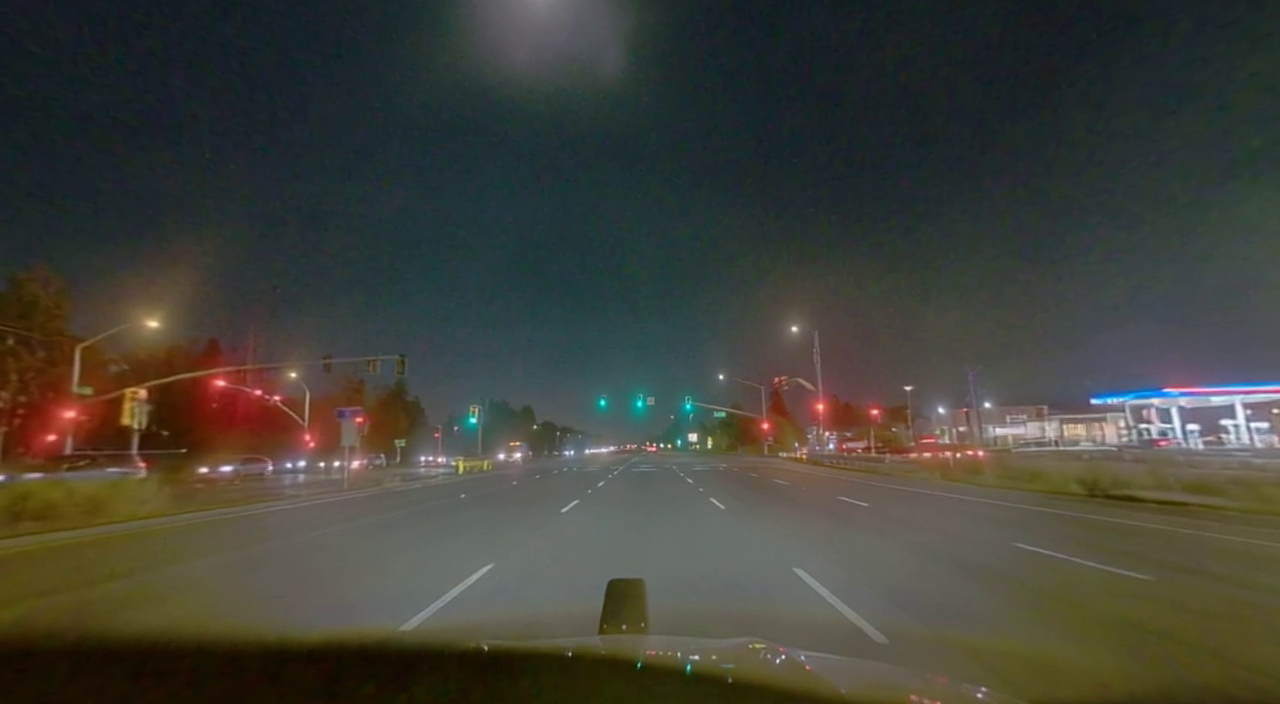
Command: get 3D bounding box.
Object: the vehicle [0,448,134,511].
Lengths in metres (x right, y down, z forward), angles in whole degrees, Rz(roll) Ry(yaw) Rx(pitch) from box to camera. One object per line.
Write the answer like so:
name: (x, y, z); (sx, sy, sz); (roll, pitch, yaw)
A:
vehicle: (-18.139, 3.756, 19.092); (1.926, 1.659, 4.426); (0, -8, -1)

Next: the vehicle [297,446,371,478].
vehicle: (-18.457, 6.651, 38.350); (2.034, 1.783, 4.875); (0, -8, 0)

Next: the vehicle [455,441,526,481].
vehicle: (-6.121, 4.488, 26.288); (1.843, 1.528, 4.121); (0, -8, 2)

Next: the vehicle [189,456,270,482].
vehicle: (-26.184, 7.463, 40.402); (1.899, 1.487, 4.734); (0, -8, 2)
